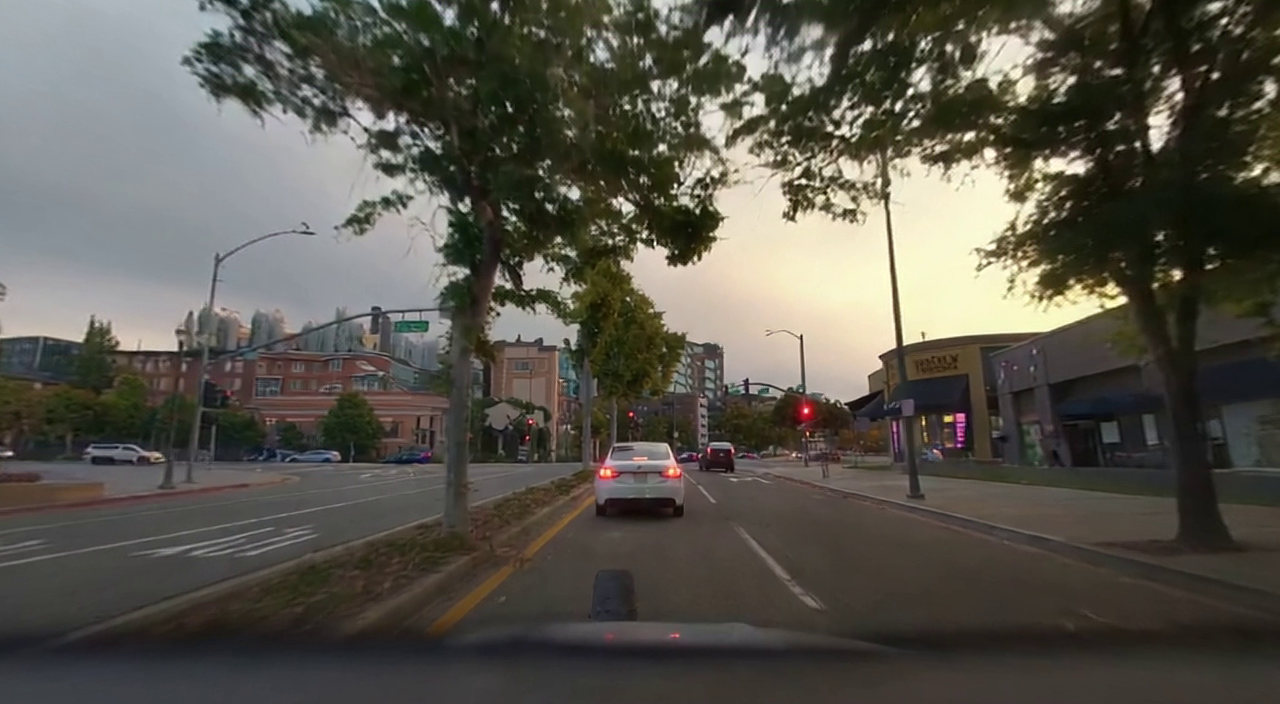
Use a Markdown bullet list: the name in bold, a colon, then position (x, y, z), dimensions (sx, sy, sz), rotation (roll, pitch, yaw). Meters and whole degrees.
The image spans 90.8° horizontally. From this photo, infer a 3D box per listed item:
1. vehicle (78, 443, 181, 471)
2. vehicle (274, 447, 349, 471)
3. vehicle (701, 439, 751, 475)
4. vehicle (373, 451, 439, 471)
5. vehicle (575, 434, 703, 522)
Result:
- **vehicle**: position (-34.161, 7.021, 42.377), dimensions (4.877, 1.754, 1.978), rotation (1, -9, -10)
- **vehicle**: position (-24.842, 8.095, 47.909), dimensions (4.575, 1.718, 2.008), rotation (2, -9, -10)
- **vehicle**: position (4.722, 5.820, 35.351), dimensions (2.092, 1.851, 4.913), rotation (0, -8, 0)
- **vehicle**: position (-18.228, 8.515, 49.316), dimensions (4.548, 1.449, 1.802), rotation (2, -9, -11)
- **vehicle**: position (0.042, 2.462, 12.901), dimensions (2.173, 1.479, 4.264), rotation (0, -8, 2)
